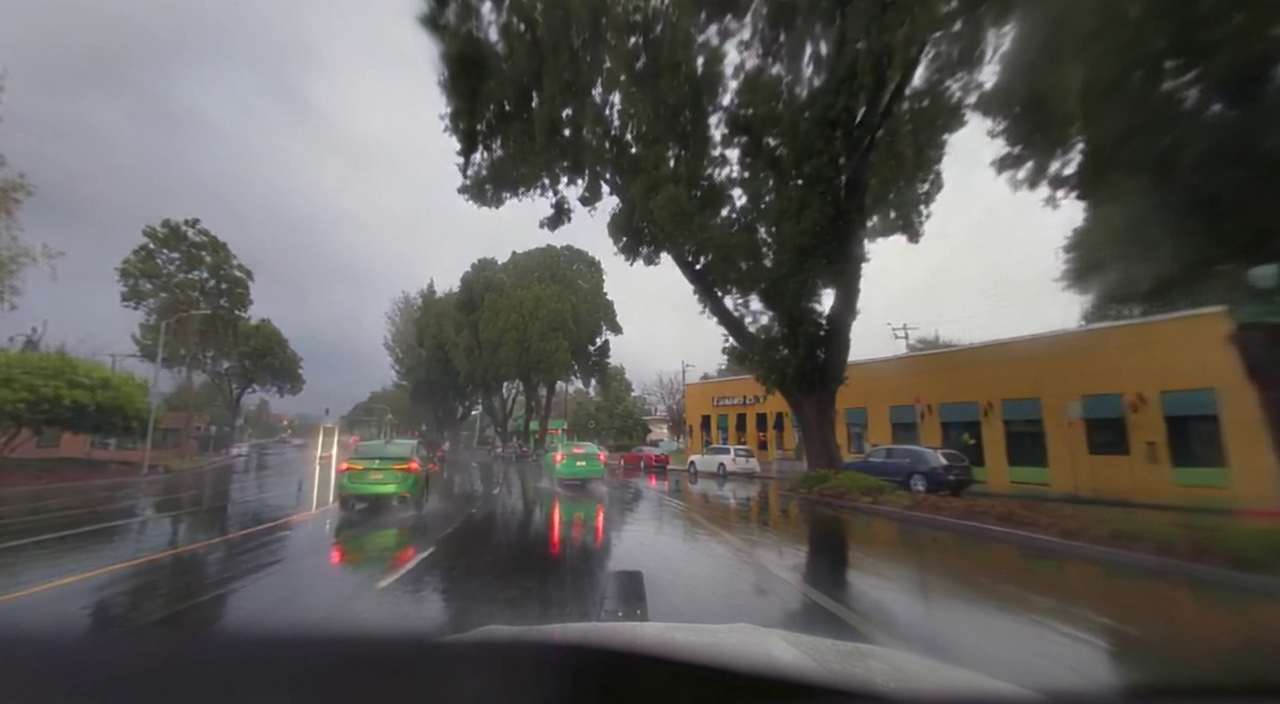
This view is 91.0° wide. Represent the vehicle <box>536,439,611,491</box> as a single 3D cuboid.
[{"bbox_3d":[-2.298,3.661,20.771,2.001,1.483,4.442,2,-9,-12],"label":"vehicle"}]

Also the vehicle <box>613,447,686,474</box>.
[{"bbox_3d":[0.444,6.211,36.408,2.038,1.446,4.896,5,-10,-28],"label":"vehicle"}]

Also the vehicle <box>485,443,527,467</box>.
[{"bbox_3d":[-8.771,6.668,40.913,1.920,1.416,4.310,3,-9,-22],"label":"vehicle"}]

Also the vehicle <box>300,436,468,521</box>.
[{"bbox_3d":[-5.226,2.616,13.692,2.105,1.477,4.857,1,-9,-7],"label":"vehicle"}]

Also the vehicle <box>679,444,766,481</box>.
[{"bbox_3d":[3.694,5.038,28.935,1.952,1.547,4.091,4,-10,-26],"label":"vehicle"}]

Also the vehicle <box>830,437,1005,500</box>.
[{"bbox_3d":[8.532,3.594,19.947,2.095,1.697,4.801,4,-9,-25],"label":"vehicle"}]
